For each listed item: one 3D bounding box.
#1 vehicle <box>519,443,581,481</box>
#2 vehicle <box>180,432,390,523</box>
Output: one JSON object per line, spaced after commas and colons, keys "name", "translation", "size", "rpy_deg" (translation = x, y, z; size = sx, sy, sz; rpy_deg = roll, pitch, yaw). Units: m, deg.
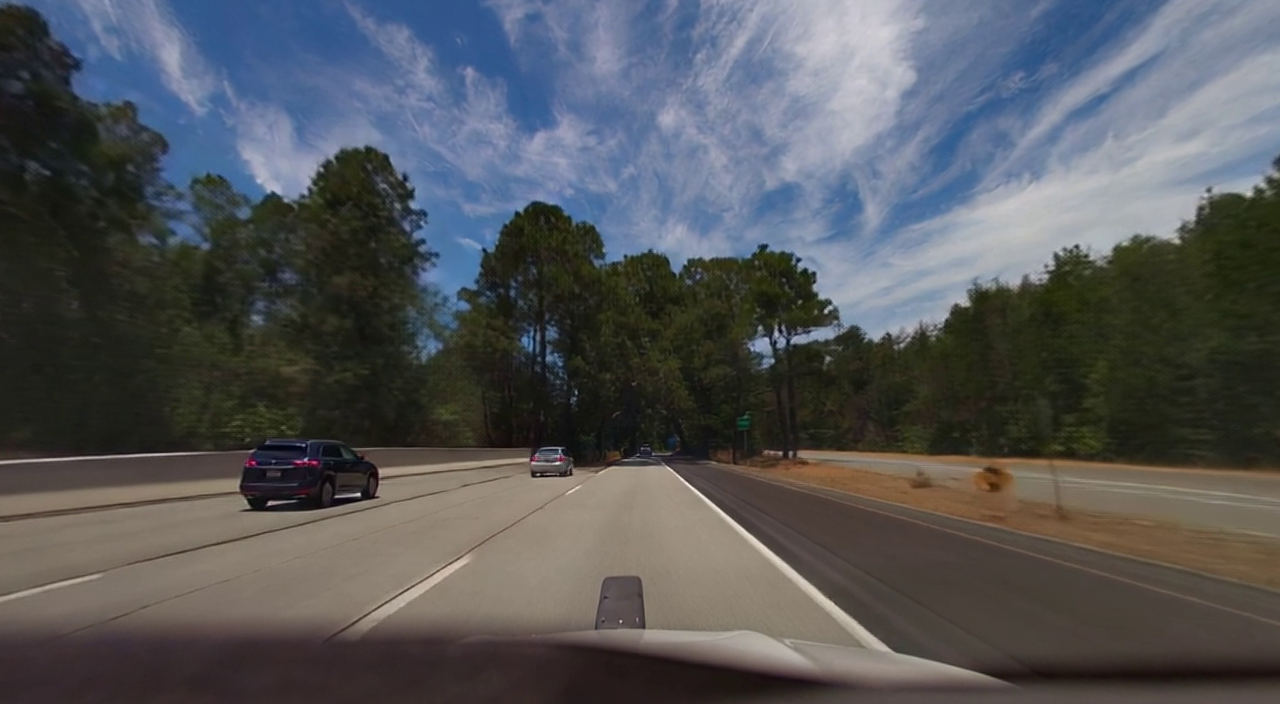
{"name": "vehicle", "translation": [-4.045, 5.026, 29.050], "size": [2.104, 1.558, 4.639], "rpy_deg": [0, -9, 1]}
{"name": "vehicle", "translation": [-7.232, 2.581, 13.461], "size": [2.007, 1.616, 4.141], "rpy_deg": [0, -9, 1]}
